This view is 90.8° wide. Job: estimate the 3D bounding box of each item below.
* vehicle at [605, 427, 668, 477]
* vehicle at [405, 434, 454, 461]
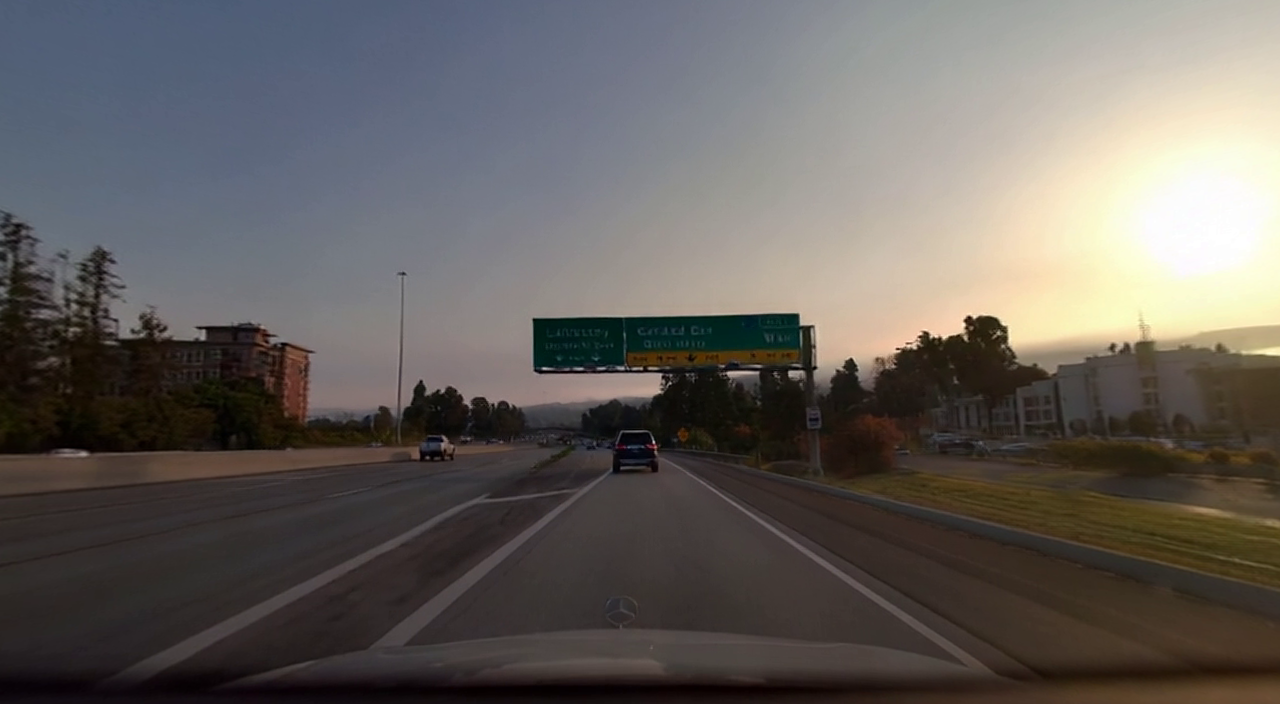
[{"bbox_3d":[-0.173,4.380,27.811,2.497,1.957,5.432,0,-9,-1],"label":"vehicle"},{"bbox_3d":[-16.115,7.365,48.671,2.289,1.955,5.147,0,-9,-4],"label":"vehicle"}]
